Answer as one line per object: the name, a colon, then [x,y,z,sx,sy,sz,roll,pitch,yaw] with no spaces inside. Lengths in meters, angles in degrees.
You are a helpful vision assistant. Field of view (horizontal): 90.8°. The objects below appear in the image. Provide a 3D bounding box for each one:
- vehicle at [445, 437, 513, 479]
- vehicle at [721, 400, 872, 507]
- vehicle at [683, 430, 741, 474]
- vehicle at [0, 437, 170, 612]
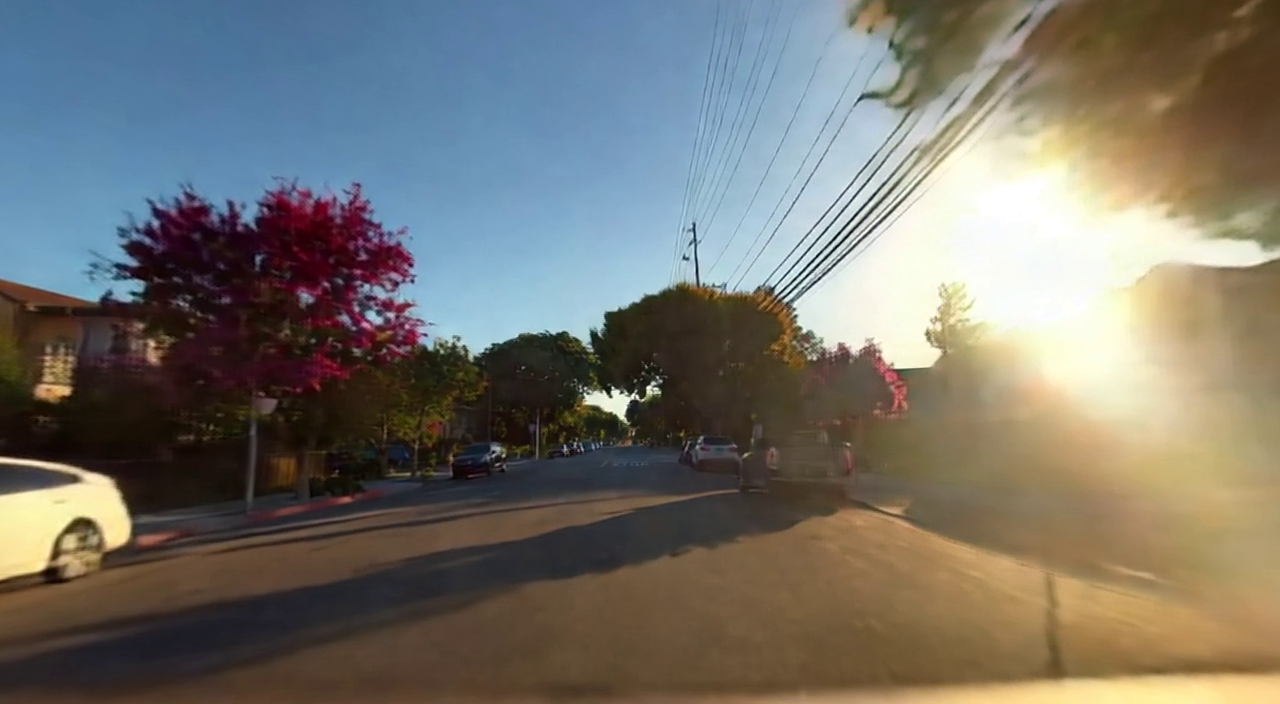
vehicle: [-7.394,4.968,29.386,1.980,1.664,4.342,-5,-11,-1]
vehicle: [3.407,2.391,15.201,2.111,2.054,5.748,0,-8,0]
vehicle: [3.084,4.388,27.856,1.993,1.778,4.311,0,-8,0]
vehicle: [-6.726,1.567,5.256,2.086,1.516,4.568,-6,-10,1]
